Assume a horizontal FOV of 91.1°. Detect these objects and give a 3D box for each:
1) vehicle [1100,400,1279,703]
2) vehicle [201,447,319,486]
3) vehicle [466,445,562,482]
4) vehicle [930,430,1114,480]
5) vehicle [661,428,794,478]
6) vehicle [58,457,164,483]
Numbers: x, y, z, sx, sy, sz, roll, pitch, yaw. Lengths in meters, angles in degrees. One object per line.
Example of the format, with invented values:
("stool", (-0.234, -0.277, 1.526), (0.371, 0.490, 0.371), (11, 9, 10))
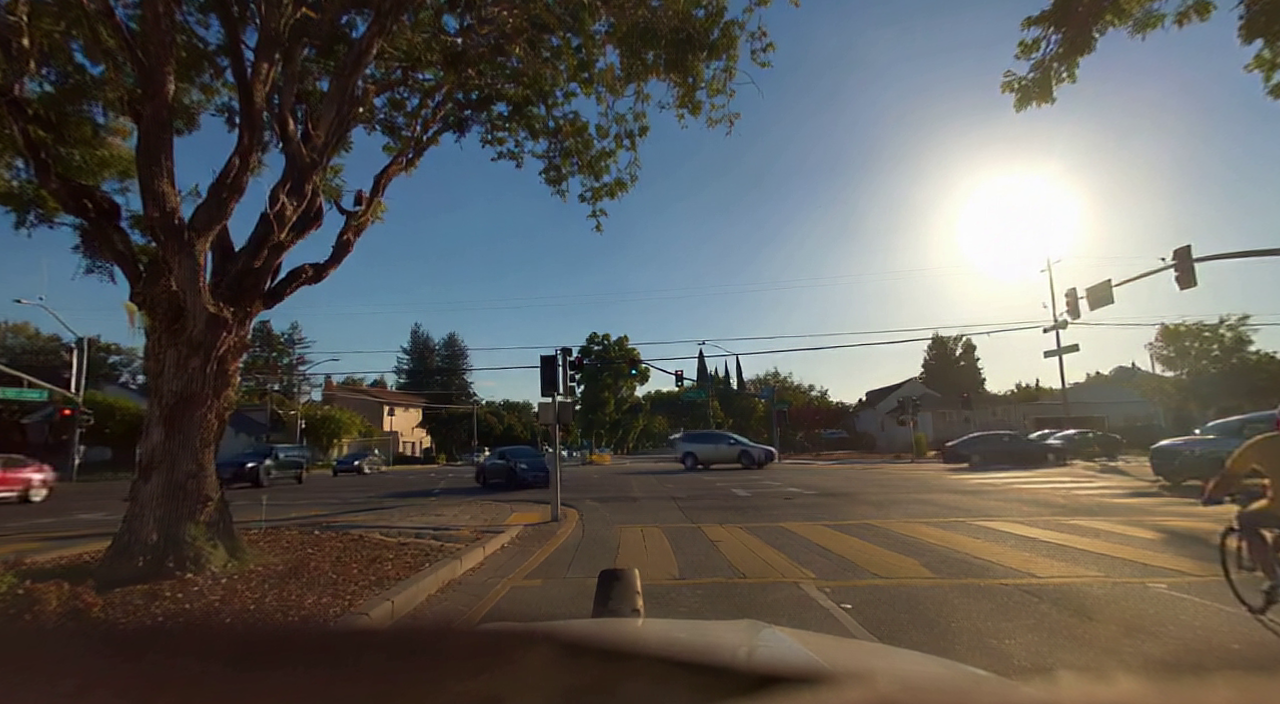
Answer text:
("vehicle", (3.090, 0.672, 0.566), (1.990, 1.454, 4.490), (0, -8, 1))
("vehicle", (-15.504, 4.654, 25.948), (1.981, 1.438, 4.607), (0, -8, 0))
("vehicle", (-4.991, 4.313, 24.593), (1.921, 1.304, 4.050), (7, -11, -40))
("vehicle", (12.643, 3.465, 21.251), (5.017, 1.515, 2.006), (-4, -9, 23))
("vehicle", (3.543, 4.145, 26.023), (4.958, 1.842, 2.276), (-7, -11, 39))
("vehicle", (-32.573, 7.233, 38.773), (2.074, 1.429, 4.532), (-6, -10, 36))
